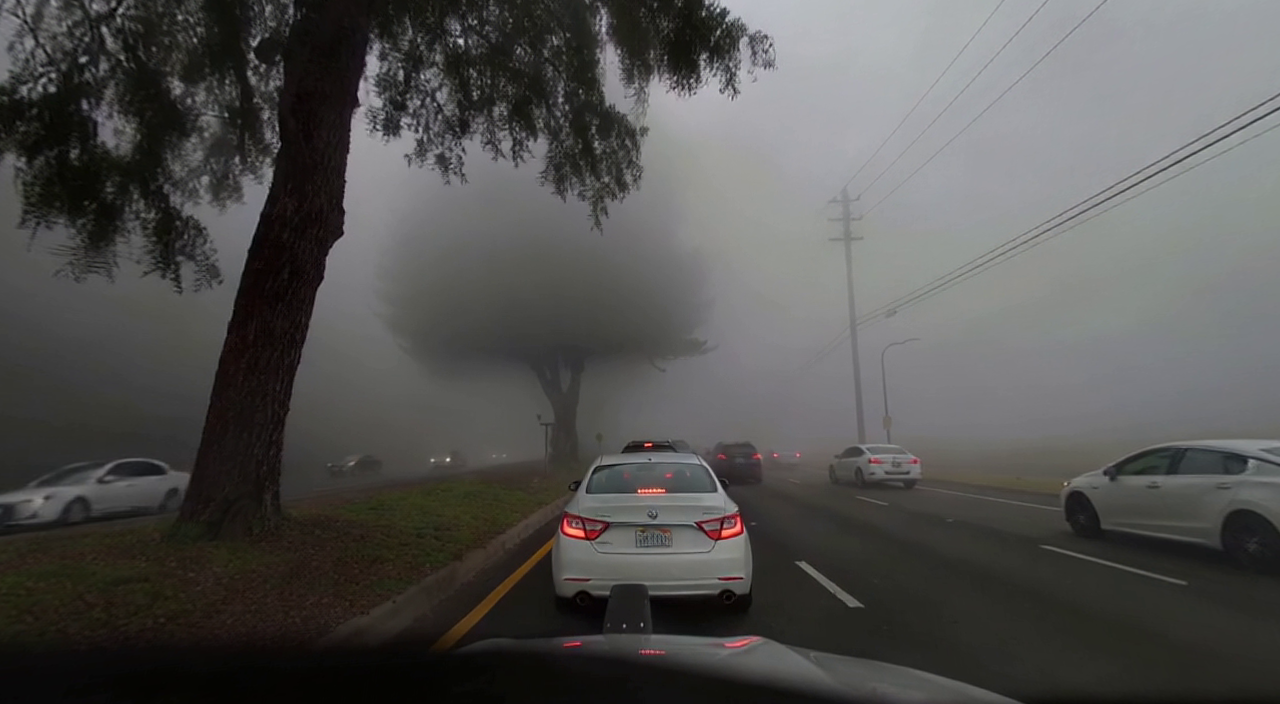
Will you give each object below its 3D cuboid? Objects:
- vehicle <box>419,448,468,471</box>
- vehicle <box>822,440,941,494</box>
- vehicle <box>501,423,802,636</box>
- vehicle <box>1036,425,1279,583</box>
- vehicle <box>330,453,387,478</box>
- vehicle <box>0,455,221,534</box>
[{"bbox_3d":[-15.136,8.273,48.839,2.291,1.682,4.835,0,-8,0],"label":"vehicle"},{"bbox_3d":[7.337,3.512,19.732,1.899,1.458,4.499,0,-8,0],"label":"vehicle"},{"bbox_3d":[0.070,1.540,6.472,2.108,1.479,3.935,0,-8,0],"label":"vehicle"},{"bbox_3d":[6.996,1.645,7.378,1.850,1.480,4.474,0,-8,1],"label":"vehicle"},{"bbox_3d":[-19.130,7.717,43.137,1.853,1.489,4.449,0,-8,0],"label":"vehicle"},{"bbox_3d":[-12.024,3.117,14.416,1.804,1.430,4.456,0,-8,1],"label":"vehicle"}]
